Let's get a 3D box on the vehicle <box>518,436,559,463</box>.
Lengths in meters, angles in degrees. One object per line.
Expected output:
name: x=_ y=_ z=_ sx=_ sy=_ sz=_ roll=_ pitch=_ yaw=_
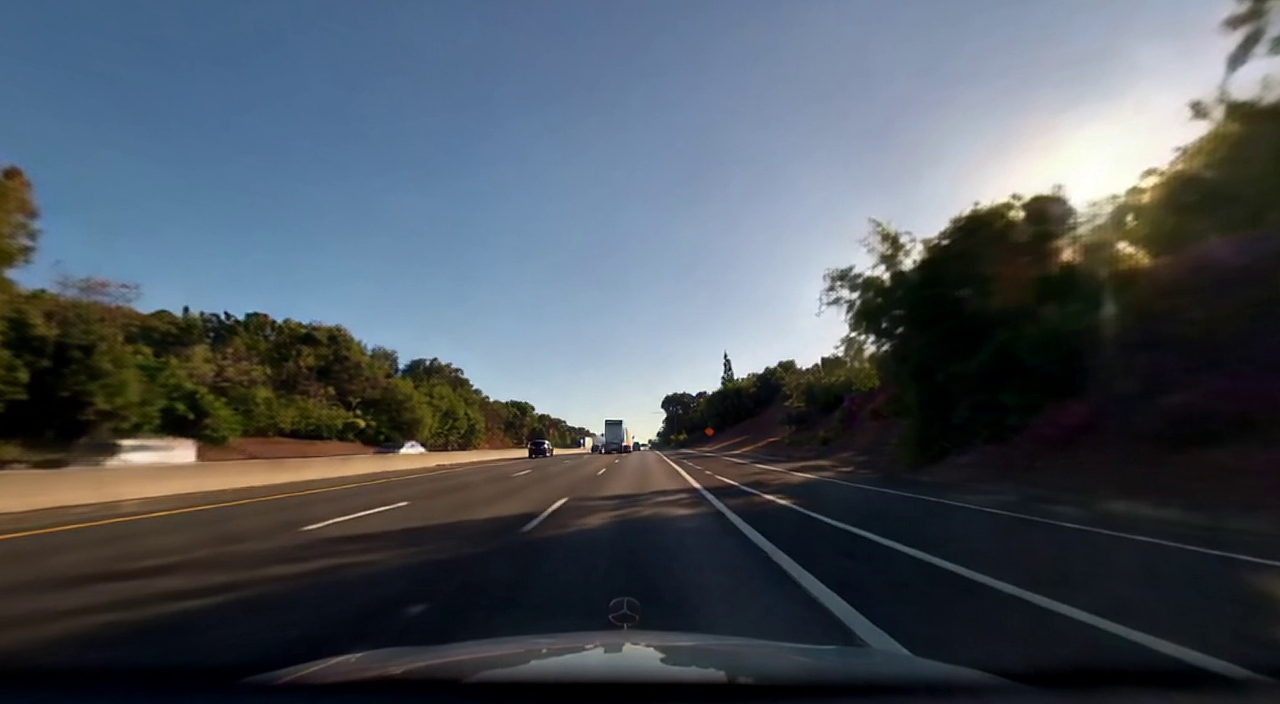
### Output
vehicle: x=-7.039 y=6.843 z=44.365 sx=2.043 sy=1.828 sz=4.436 roll=0 pitch=-8 yaw=1
